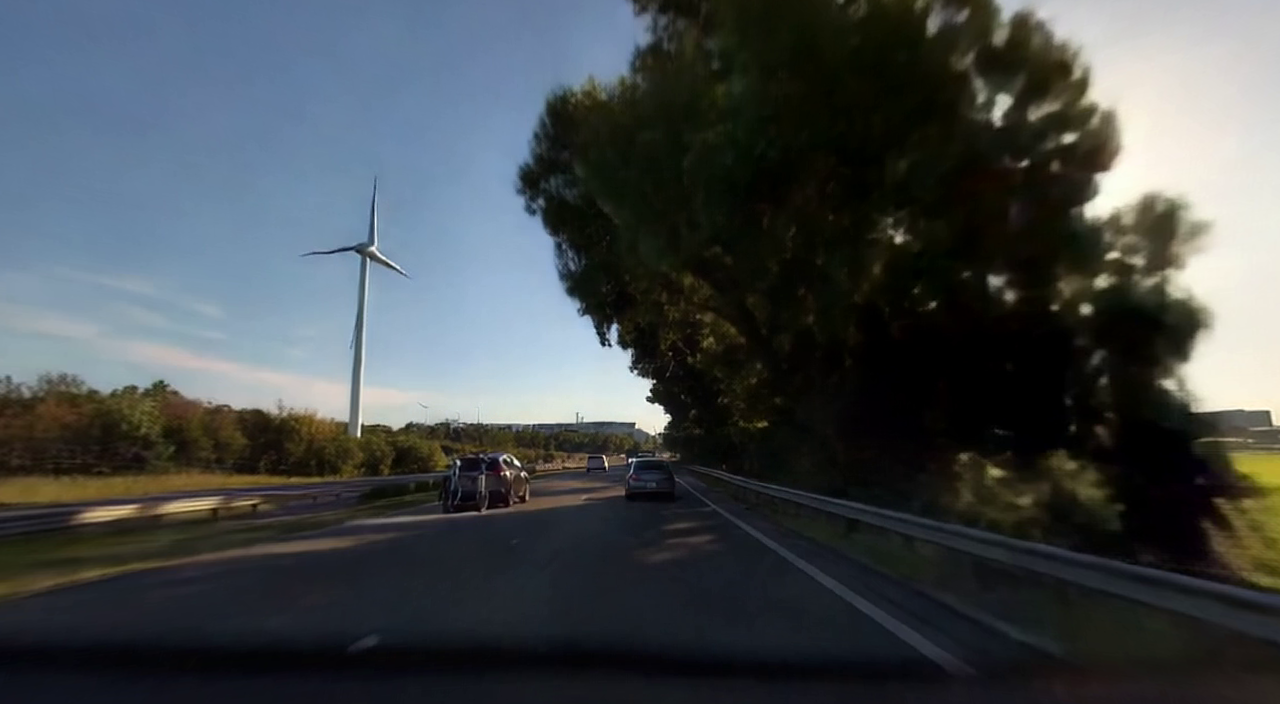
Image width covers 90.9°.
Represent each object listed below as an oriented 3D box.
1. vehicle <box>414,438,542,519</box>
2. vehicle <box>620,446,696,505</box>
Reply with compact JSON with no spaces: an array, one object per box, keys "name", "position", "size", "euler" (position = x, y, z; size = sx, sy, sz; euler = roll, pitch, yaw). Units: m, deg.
[{"name":"vehicle","position":[-3.755,2.997,15.396],"size":[1.962,1.681,4.033],"euler":[0,-9,1]},{"name":"vehicle","position":[0.457,3.654,19.068],"size":[2.063,1.582,3.955],"euler":[0,-9,-1]}]
